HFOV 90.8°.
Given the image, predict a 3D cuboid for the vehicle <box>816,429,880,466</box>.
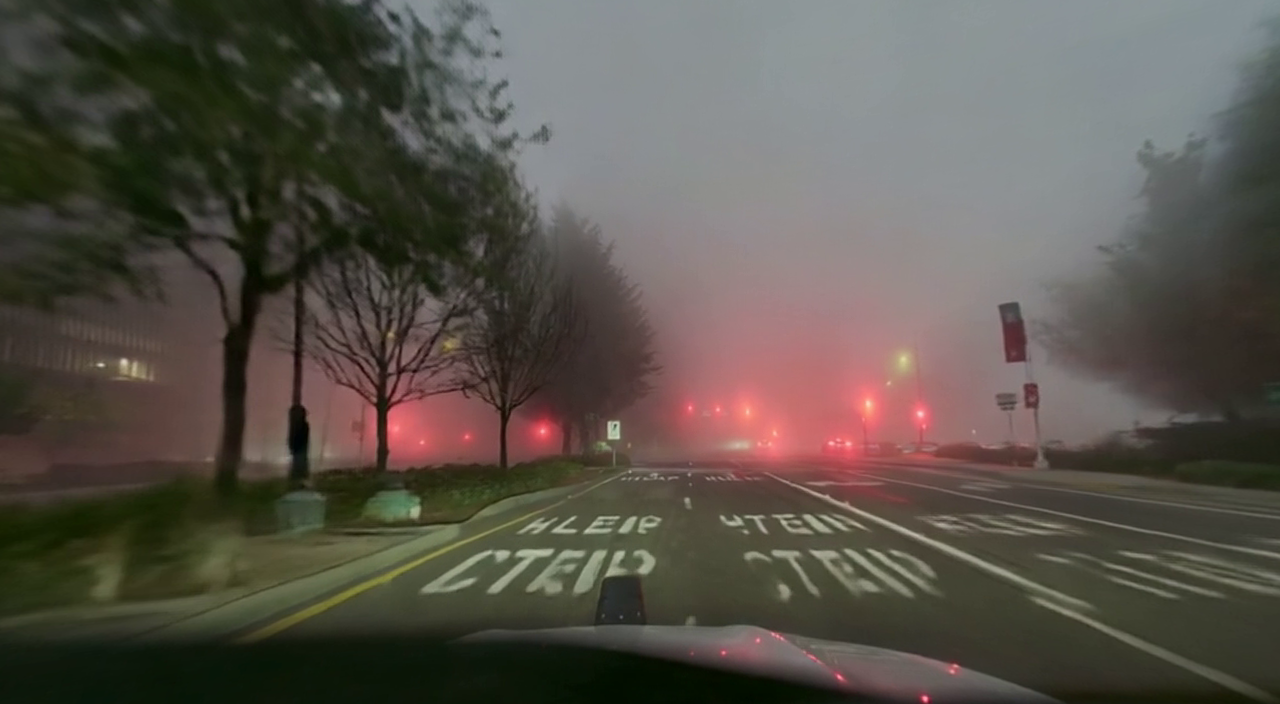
[{"bbox_3d":[11.357,5.257,34.837,2.156,1.881,4.743,0,-9,4],"label":"vehicle"}]
